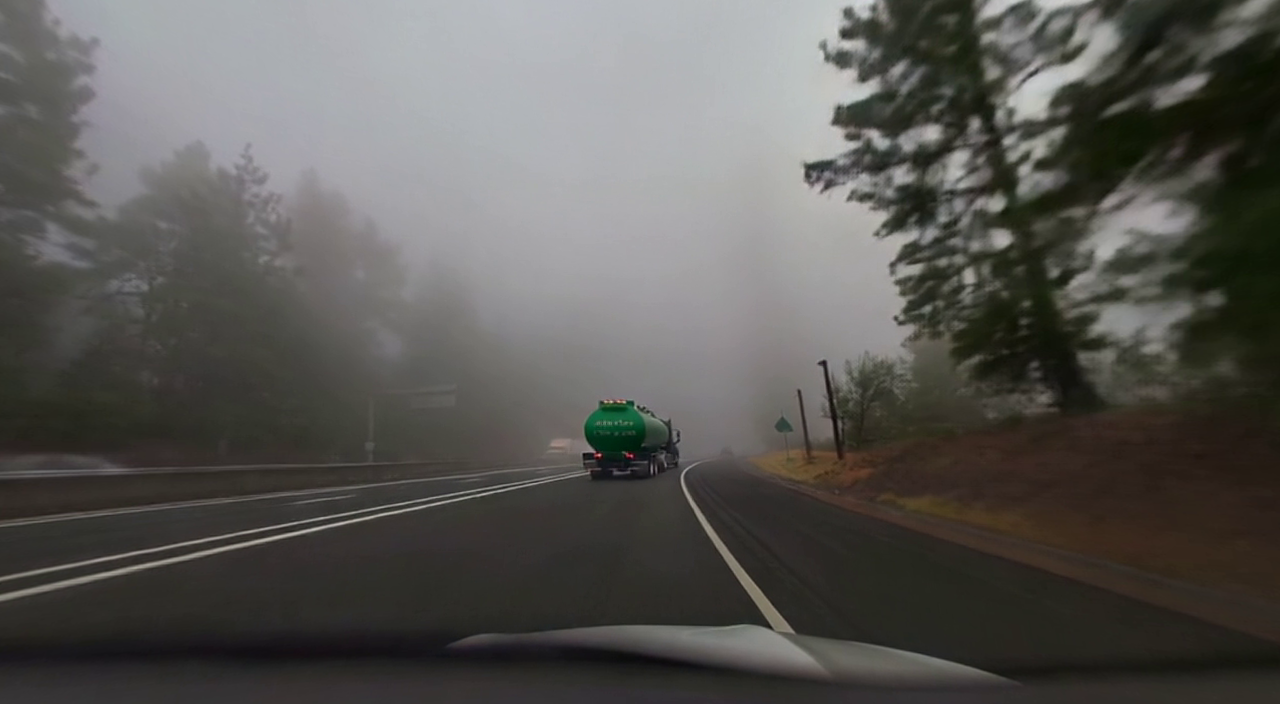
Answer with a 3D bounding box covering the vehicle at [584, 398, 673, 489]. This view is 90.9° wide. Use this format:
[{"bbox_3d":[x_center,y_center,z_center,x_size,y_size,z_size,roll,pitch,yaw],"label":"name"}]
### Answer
[{"bbox_3d":[-0.134,4.747,32.838,2.907,3.747,13.318,-1,-8,6],"label":"vehicle"}]
